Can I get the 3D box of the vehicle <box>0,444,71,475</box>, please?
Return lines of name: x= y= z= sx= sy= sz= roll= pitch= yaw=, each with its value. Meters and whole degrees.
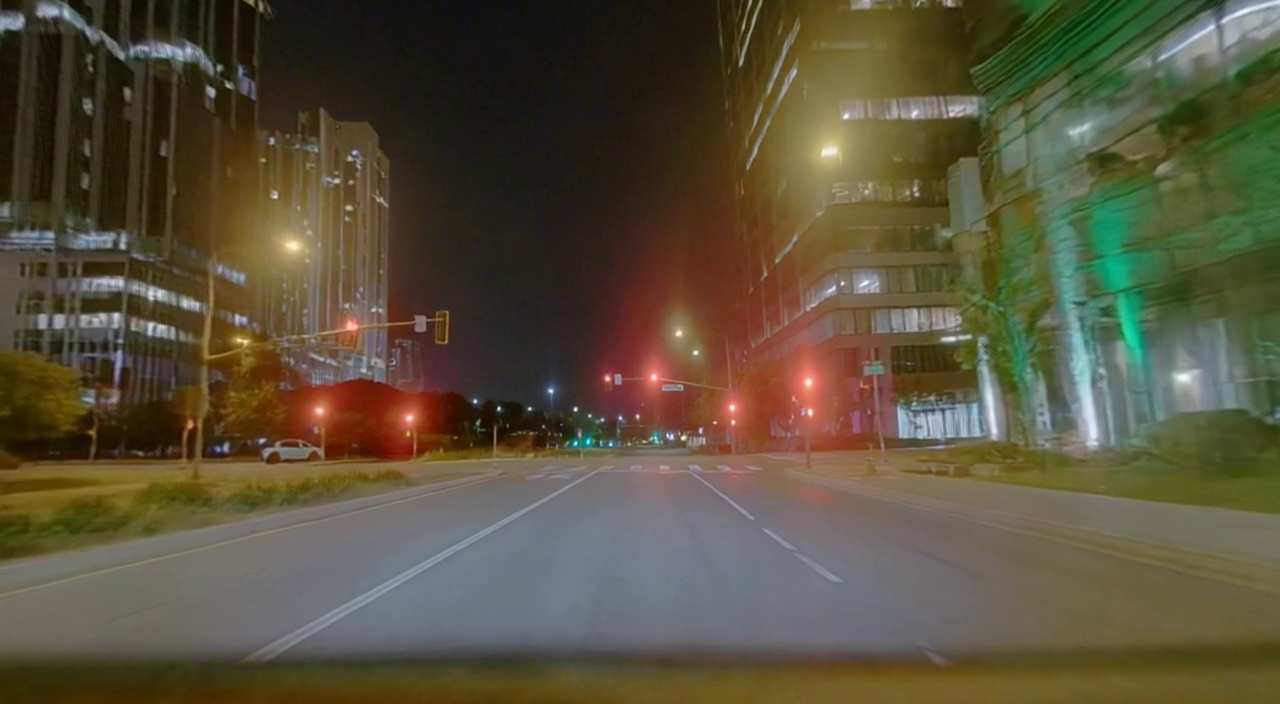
vehicle: x=-32.144 y=5.433 z=32.063 sx=1.852 sy=1.485 sz=4.683 roll=0 pitch=-9 yaw=1
